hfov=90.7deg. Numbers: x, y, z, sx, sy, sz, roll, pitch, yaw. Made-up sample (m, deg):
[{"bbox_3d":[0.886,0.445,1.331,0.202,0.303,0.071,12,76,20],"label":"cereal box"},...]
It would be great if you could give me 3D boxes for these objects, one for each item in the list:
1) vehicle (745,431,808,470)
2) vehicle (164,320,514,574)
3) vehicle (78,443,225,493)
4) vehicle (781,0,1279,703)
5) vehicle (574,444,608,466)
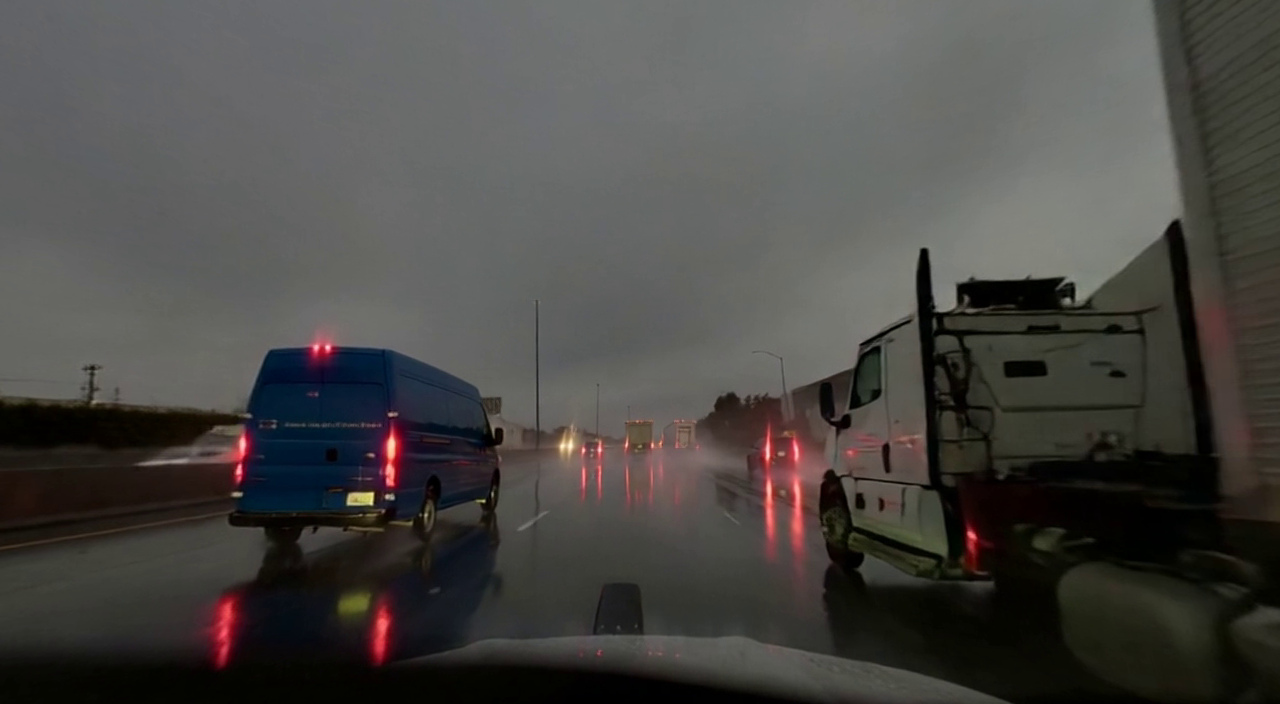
[{"bbox_3d":[7.317,5.379,34.602,2.216,1.918,5.742,0,-8,0],"label":"vehicle"},{"bbox_3d":[-4.037,1.538,10.536,2.557,2.855,6.674,0,-9,-1],"label":"vehicle"},{"bbox_3d":[-19.961,4.726,26.236,2.081,1.843,4.845,0,-8,2],"label":"vehicle"},{"bbox_3d":[3.647,0.214,5.694,3.011,3.900,6.798,0,-9,-1],"label":"vehicle"},{"bbox_3d":[-3.473,7.397,45.419,2.024,1.472,4.014,-1,-8,1],"label":"vehicle"}]
